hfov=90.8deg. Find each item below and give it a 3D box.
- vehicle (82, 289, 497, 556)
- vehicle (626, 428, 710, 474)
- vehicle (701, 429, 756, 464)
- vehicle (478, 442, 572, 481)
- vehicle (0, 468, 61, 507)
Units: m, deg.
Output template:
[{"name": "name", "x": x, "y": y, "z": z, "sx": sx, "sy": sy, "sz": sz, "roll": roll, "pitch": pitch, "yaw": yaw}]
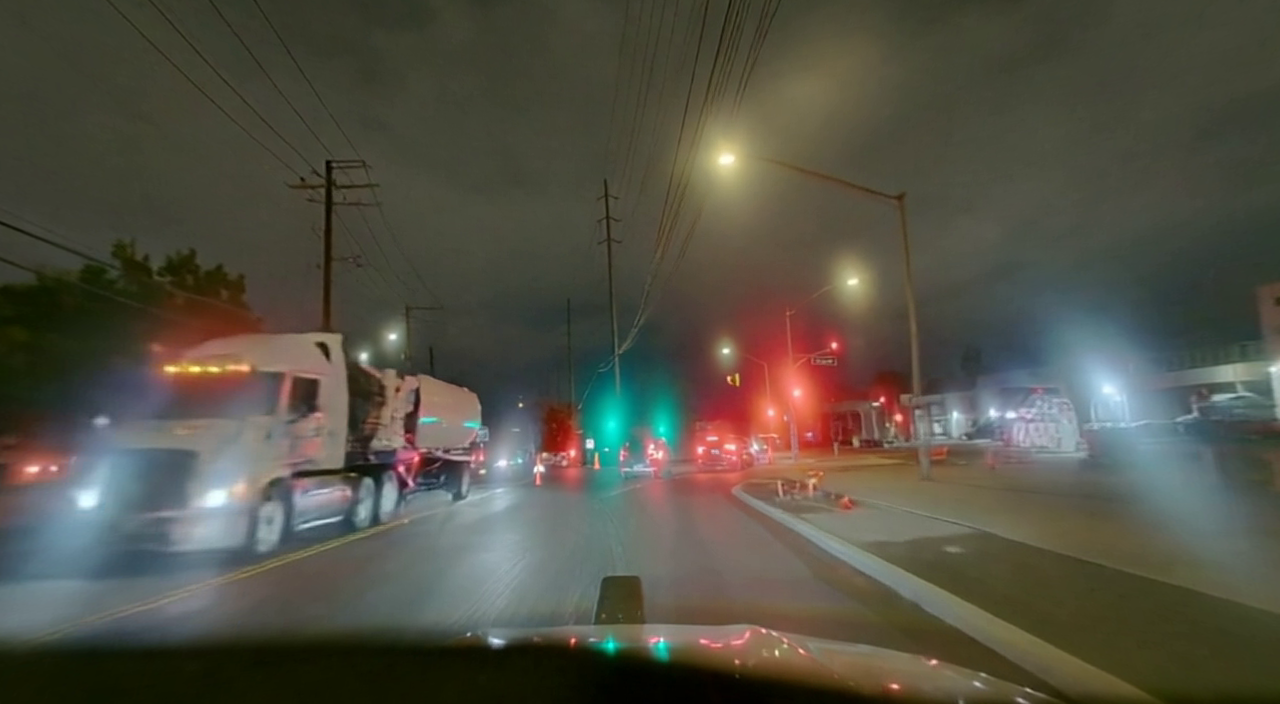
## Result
[{"name": "vehicle", "x": -6.187, "y": 1.712, "z": 14.507, "sx": 3.007, "sy": 3.800, "sz": 11.011, "roll": 0, "pitch": -8, "yaw": 1}, {"name": "vehicle", "x": 1.388, "y": 4.420, "z": 28.576, "sx": 2.256, "sy": 1.859, "sz": 5.118, "roll": -3, "pitch": -8, "yaw": 21}, {"name": "vehicle", "x": 5.412, "y": 5.665, "z": 38.042, "sx": 2.206, "sy": 1.911, "sz": 5.548, "roll": -3, "pitch": -8, "yaw": 19}, {"name": "vehicle", "x": -4.931, "y": 4.739, "z": 27.888, "sx": 2.103, "sy": 1.526, "sz": 4.743, "roll": -2, "pitch": -8, "yaw": 17}, {"name": "vehicle", "x": -32.900, "y": 7.028, "z": 32.801, "sx": 4.608, "sy": 1.763, "sz": 2.016, "roll": -4, "pitch": -8, "yaw": 17}]
